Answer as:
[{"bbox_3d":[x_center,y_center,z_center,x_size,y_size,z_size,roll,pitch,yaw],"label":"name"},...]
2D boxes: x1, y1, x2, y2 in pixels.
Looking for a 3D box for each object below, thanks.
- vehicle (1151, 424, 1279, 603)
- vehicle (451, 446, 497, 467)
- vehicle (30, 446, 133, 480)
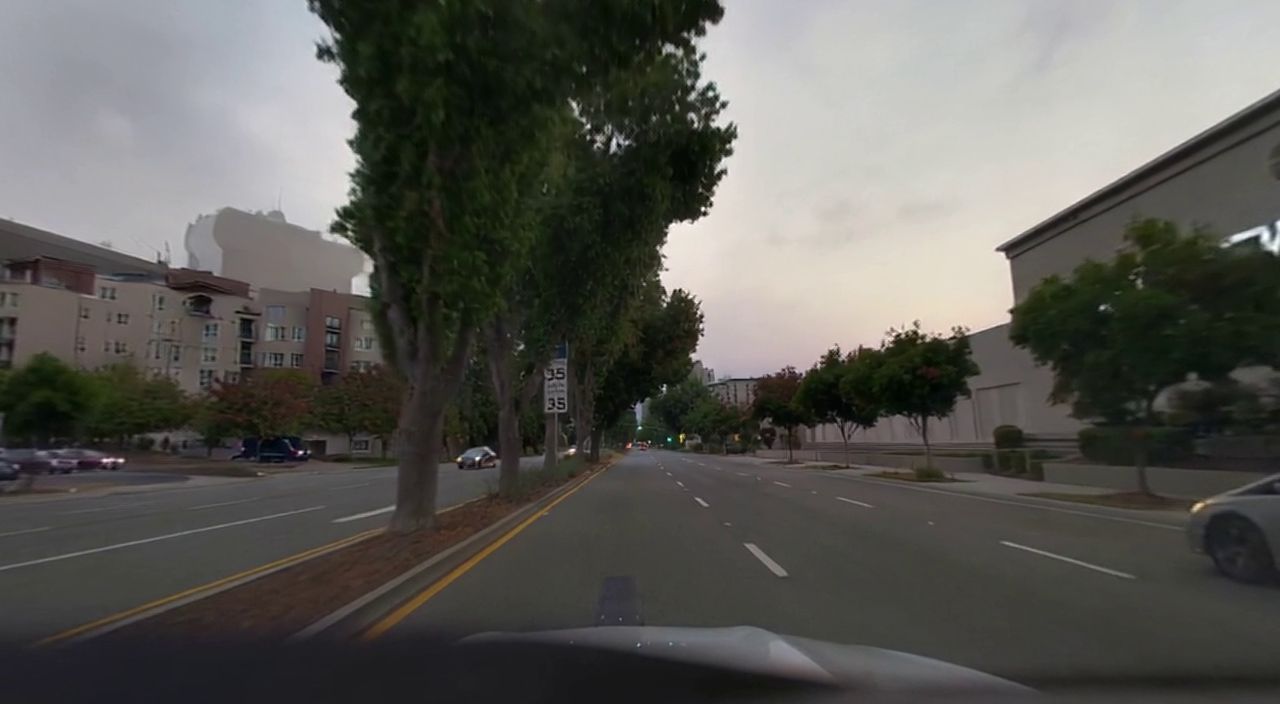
[{"bbox_3d":[6.559,1.201,4.197,2.088,1.524,5.085,0,-9,0],"label":"vehicle"},{"bbox_3d":[-12.697,8.021,48.683,2.163,1.576,4.704,0,-9,1],"label":"vehicle"},{"bbox_3d":[-35.771,7.080,40.697,2.083,2.034,5.018,0,-9,-2],"label":"vehicle"}]
